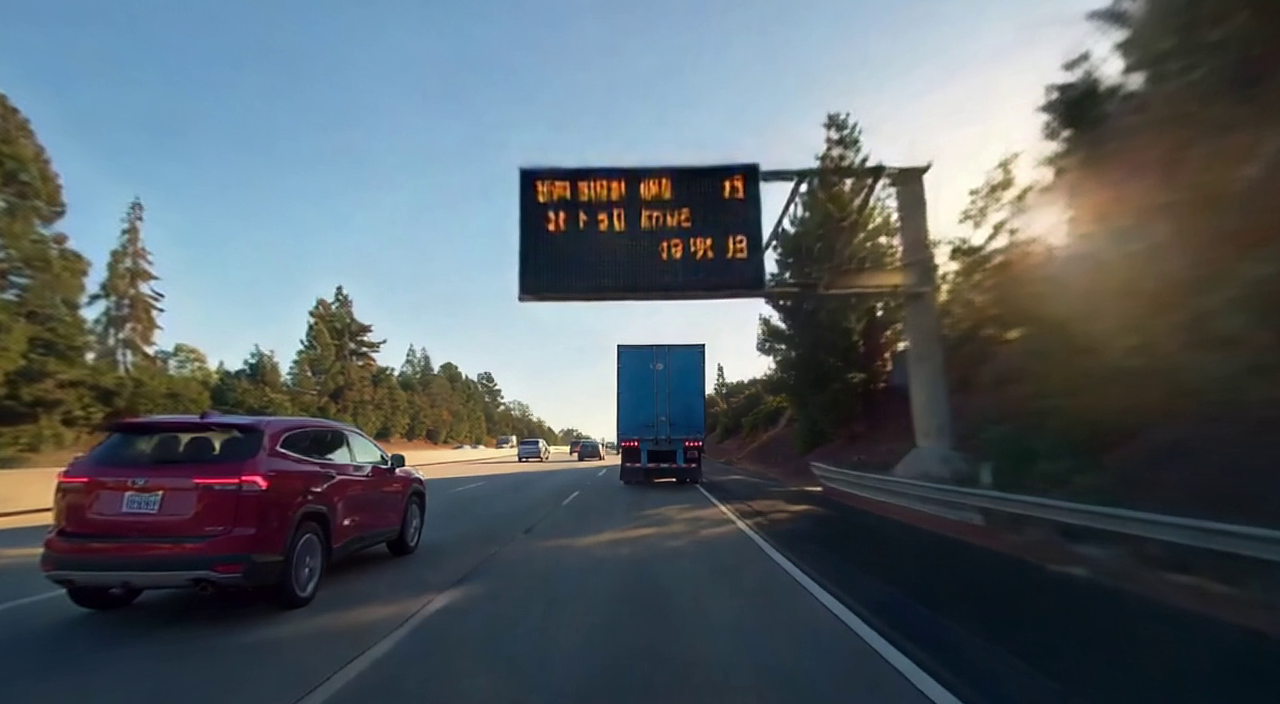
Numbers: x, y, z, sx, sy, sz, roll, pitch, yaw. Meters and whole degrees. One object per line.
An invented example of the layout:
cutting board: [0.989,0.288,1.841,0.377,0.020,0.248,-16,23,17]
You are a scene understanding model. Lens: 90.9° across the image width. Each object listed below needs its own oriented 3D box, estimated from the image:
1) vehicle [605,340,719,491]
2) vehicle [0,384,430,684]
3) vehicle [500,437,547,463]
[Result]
vehicle: [0.558,2.379,21.470,2.870,3.841,10.653,0,-8,0]
vehicle: [-3.712,1.335,5.740,2.077,1.671,4.249,0,-8,1]
vehicle: [-6.933,5.898,37.898,1.882,1.451,4.416,0,-8,1]
